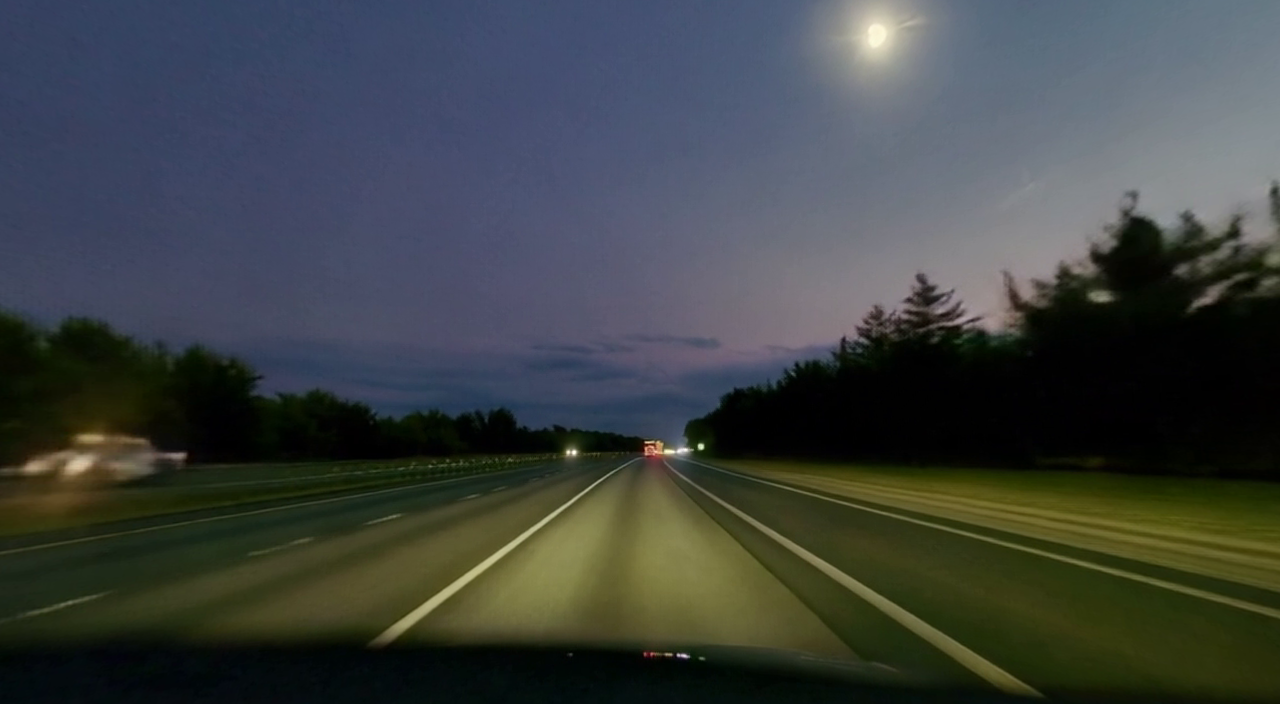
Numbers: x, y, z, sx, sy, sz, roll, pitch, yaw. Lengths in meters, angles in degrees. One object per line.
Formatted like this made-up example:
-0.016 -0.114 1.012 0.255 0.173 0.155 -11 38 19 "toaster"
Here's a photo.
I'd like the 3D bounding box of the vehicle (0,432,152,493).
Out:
-20.513 3.883 22.436 2.098 1.880 5.117 0 -9 1 "vehicle"
